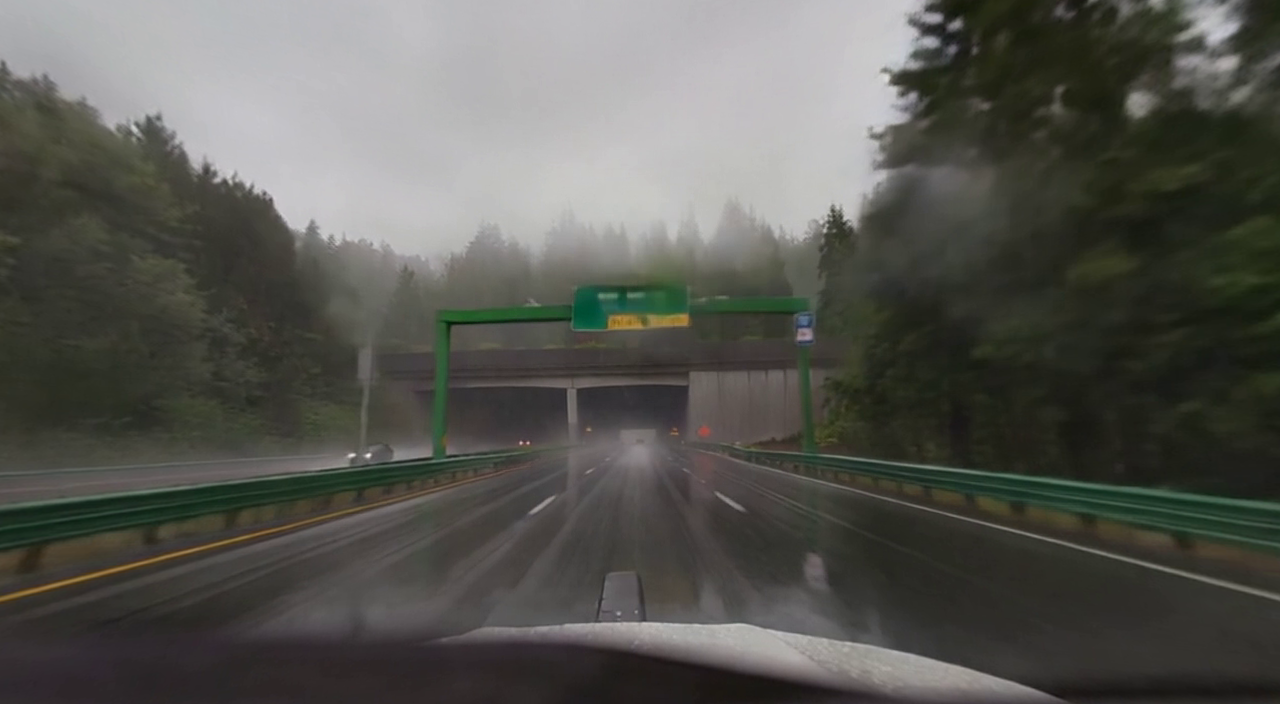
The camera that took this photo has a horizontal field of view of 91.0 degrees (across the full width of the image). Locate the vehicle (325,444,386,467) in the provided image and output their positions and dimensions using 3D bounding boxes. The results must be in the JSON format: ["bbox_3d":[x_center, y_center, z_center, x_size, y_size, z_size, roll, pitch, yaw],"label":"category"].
[{"bbox_3d":[-19.747,7.170,43.946,2.167,1.427,4.906,0,-8,-3],"label":"vehicle"}]
